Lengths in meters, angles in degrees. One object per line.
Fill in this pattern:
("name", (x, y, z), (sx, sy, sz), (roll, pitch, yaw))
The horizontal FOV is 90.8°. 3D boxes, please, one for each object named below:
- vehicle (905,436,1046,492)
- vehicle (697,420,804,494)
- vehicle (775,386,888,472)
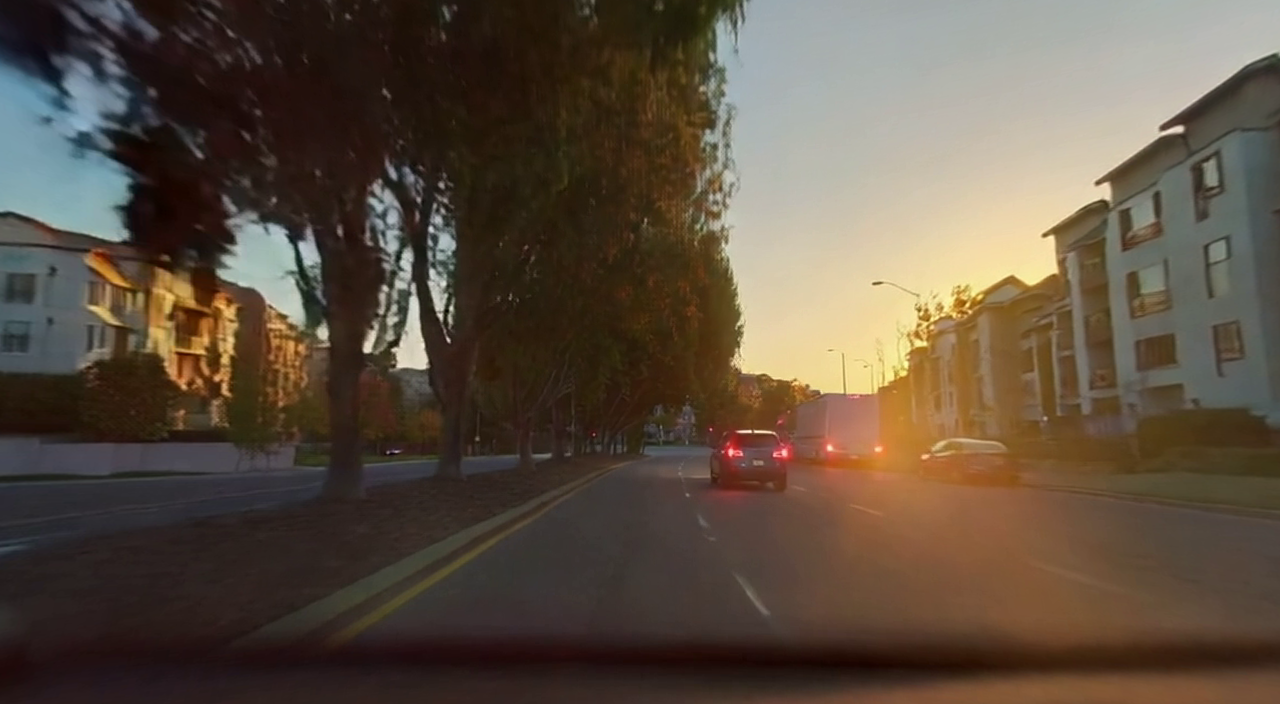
("vehicle", (10.090, 3.378, 19.520), (1.870, 1.504, 4.823), (0, -8, 3))
("vehicle", (2.960, 2.953, 18.058), (2.215, 1.812, 4.569), (0, -9, 0))
("vehicle", (11.339, 5.077, 40.149), (2.887, 4.158, 18.418), (-1, -8, 5))
